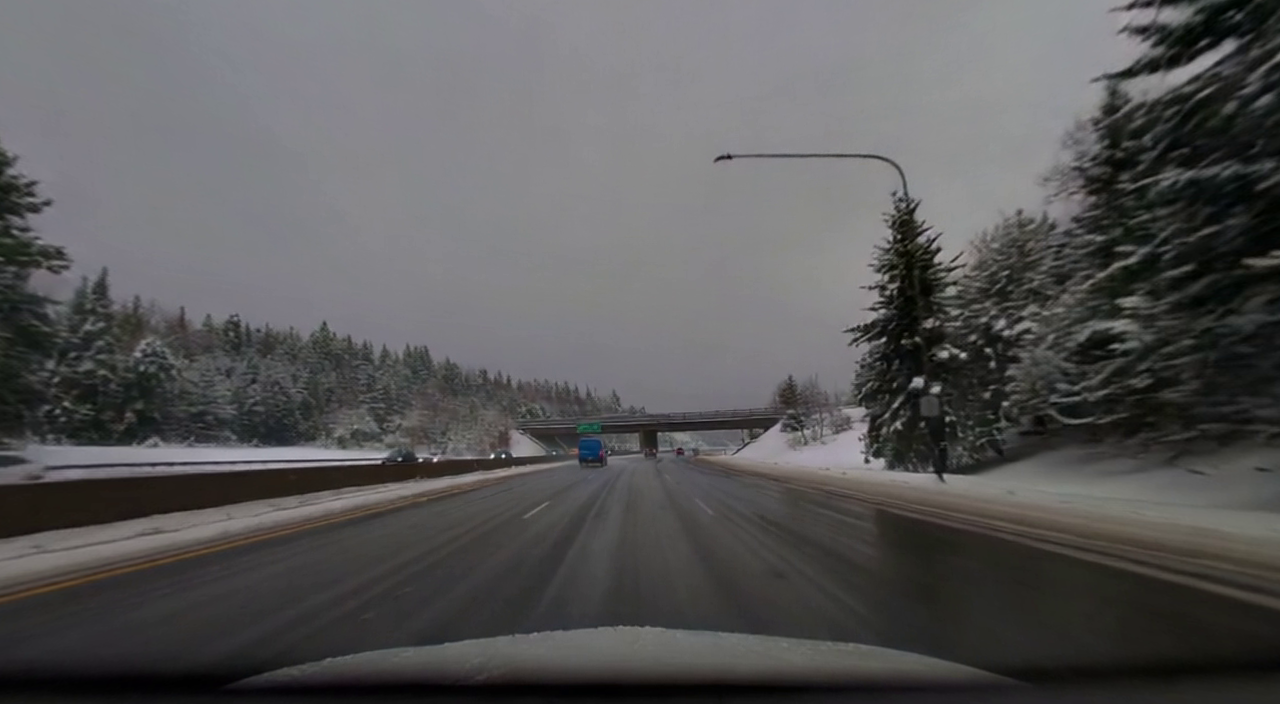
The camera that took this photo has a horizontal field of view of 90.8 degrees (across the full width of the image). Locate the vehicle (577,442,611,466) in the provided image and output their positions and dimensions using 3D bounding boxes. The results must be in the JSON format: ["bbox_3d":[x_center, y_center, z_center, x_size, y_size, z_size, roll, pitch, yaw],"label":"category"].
[{"bbox_3d":[-3.435,7.652,47.651,2.031,1.704,4.435,0,-9,2],"label":"vehicle"}]
